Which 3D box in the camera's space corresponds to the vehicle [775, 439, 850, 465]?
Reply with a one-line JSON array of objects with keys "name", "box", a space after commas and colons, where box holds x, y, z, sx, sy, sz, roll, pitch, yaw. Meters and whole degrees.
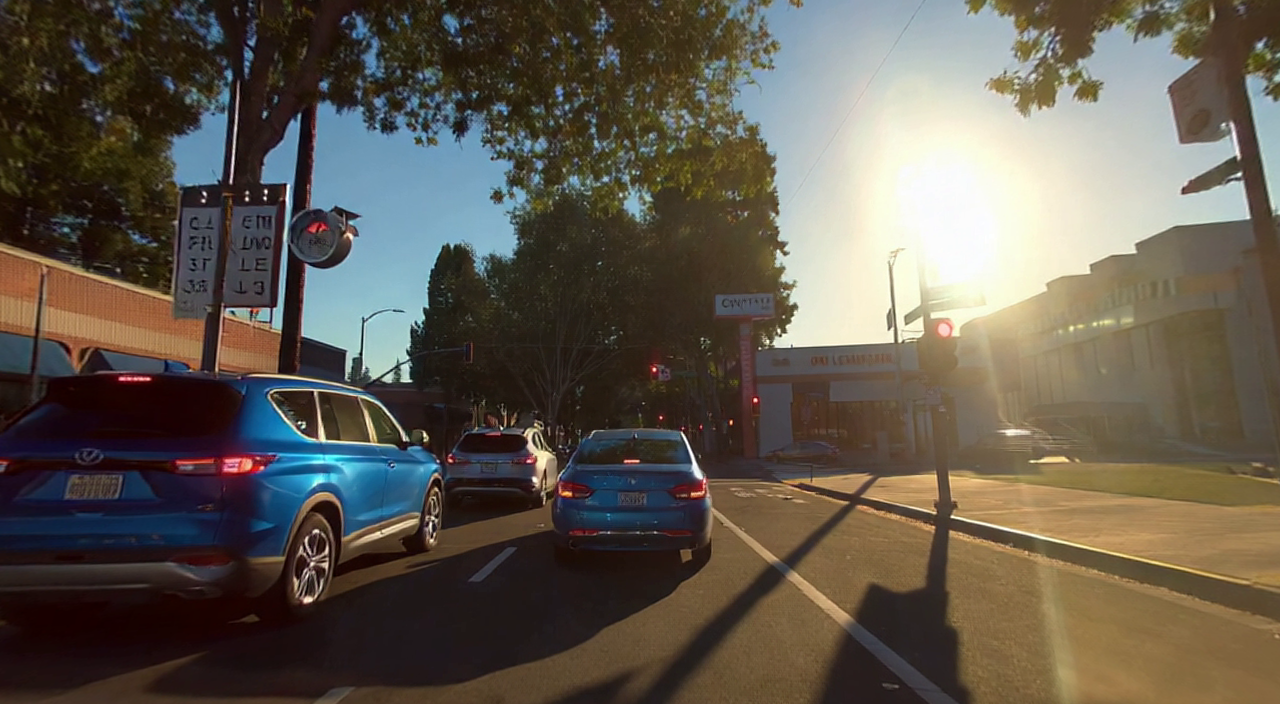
[{"name": "vehicle", "box": [9.903, 5.804, 36.373, 3.924, 1.447, 2.039, -2, -9, 9]}]

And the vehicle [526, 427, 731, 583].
[{"name": "vehicle", "box": [-0.155, 1.785, 8.188, 1.966, 1.481, 4.146, 0, -8, -1]}]

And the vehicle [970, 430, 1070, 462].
[{"name": "vehicle", "box": [20.996, 5.227, 34.853, 4.116, 1.719, 2.069, -1, -9, 8]}]

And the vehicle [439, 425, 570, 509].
[{"name": "vehicle", "box": [-2.929, 2.599, 14.605, 2.047, 1.664, 4.148, 0, -8, 1]}]

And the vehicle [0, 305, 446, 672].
[{"name": "vehicle", "box": [-3.821, 1.138, 6.209, 2.152, 2.118, 5.066, 0, -8, 0]}]
